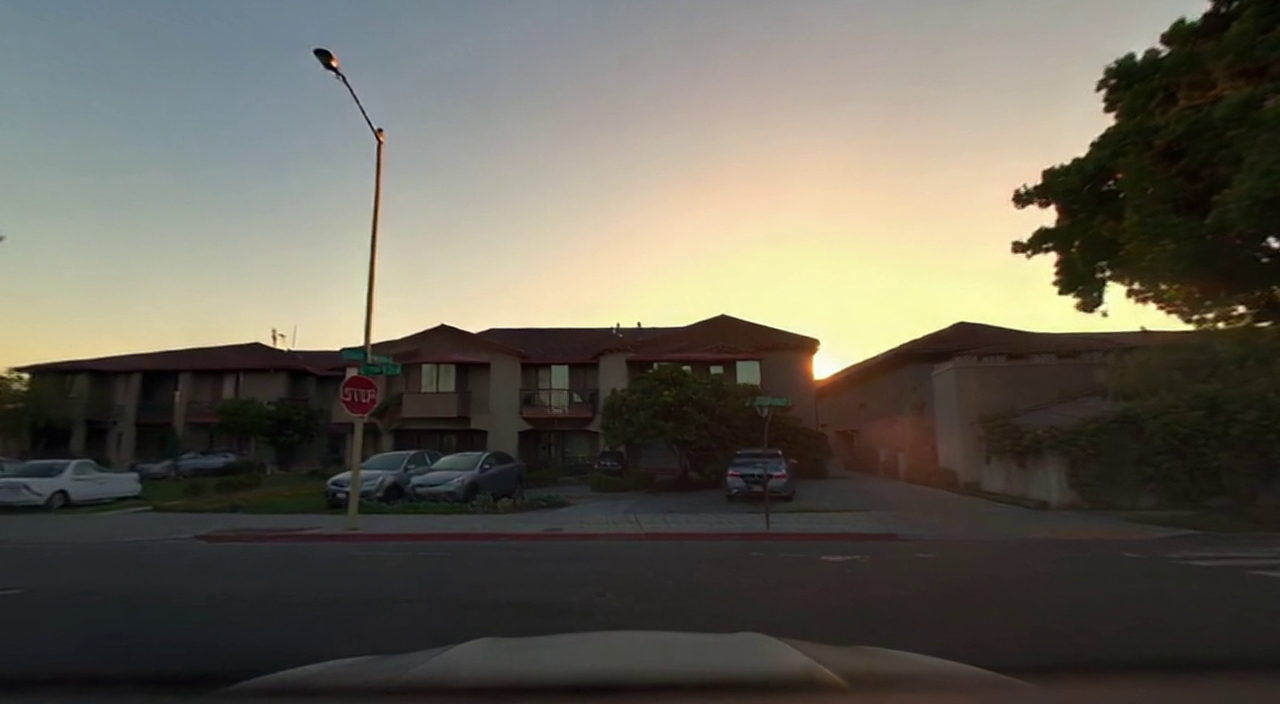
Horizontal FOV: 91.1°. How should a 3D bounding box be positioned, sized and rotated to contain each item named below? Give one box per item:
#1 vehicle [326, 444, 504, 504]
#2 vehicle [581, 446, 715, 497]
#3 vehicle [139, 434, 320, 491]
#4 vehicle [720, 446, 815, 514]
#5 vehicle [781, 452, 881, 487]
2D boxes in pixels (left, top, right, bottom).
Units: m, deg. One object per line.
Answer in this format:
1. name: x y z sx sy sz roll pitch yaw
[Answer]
1. vehicle: -6.911 3.776 19.675 4.778 1.753 1.959 0 -9 3
2. vehicle: 0.473 4.978 26.716 5.798 1.920 2.267 9 -12 -44
3. vehicle: -25.019 6.721 38.473 9.384 3.230 2.928 -1 -9 7
4. vehicle: 4.110 4.195 21.356 2.305 1.962 5.685 0 -9 3
5. vehicle: 10.800 6.650 35.743 5.004 1.797 1.946 -6 -11 35
